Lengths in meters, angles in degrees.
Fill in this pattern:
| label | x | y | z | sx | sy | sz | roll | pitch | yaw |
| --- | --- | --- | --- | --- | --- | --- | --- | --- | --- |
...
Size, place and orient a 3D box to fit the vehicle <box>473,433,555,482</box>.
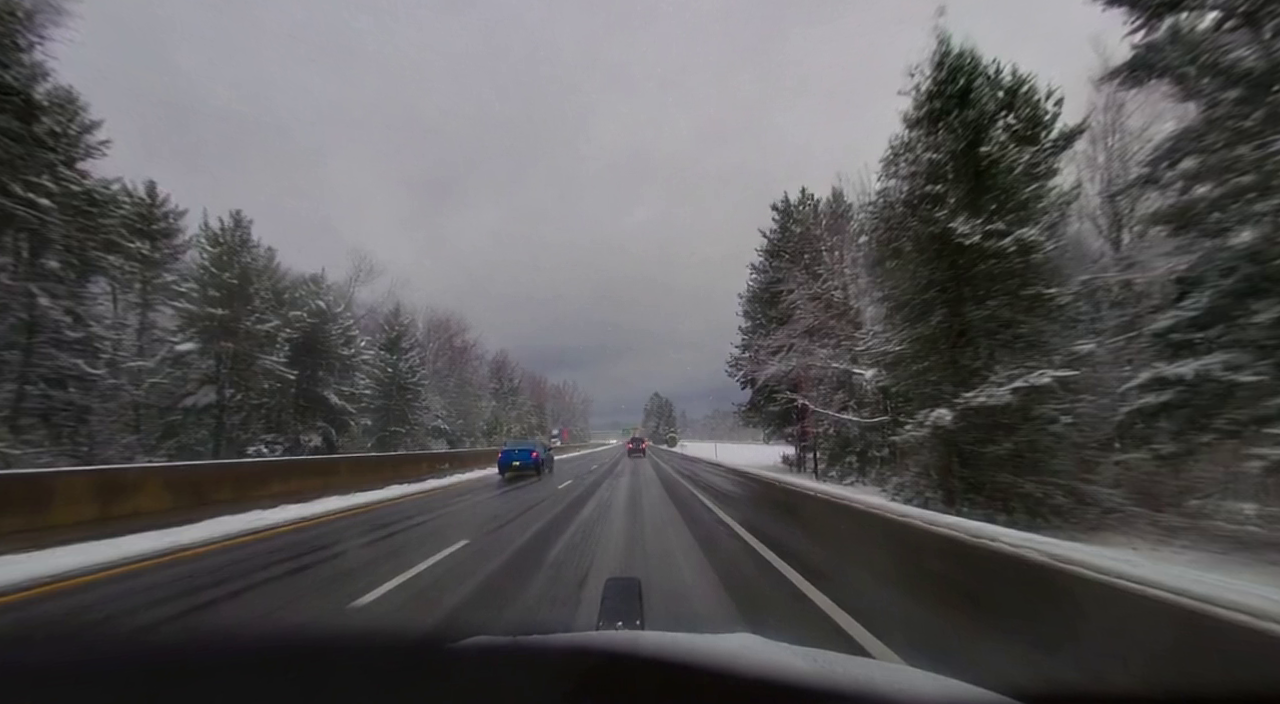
| label | x | y | z | sx | sy | sz | roll | pitch | yaw |
| --- | --- | --- | --- | --- | --- | --- | --- | --- | --- |
| vehicle | -4.332 | 3.712 | 22.376 | 2.002 | 1.553 | 4.247 | 0 | -8 | 1 |
